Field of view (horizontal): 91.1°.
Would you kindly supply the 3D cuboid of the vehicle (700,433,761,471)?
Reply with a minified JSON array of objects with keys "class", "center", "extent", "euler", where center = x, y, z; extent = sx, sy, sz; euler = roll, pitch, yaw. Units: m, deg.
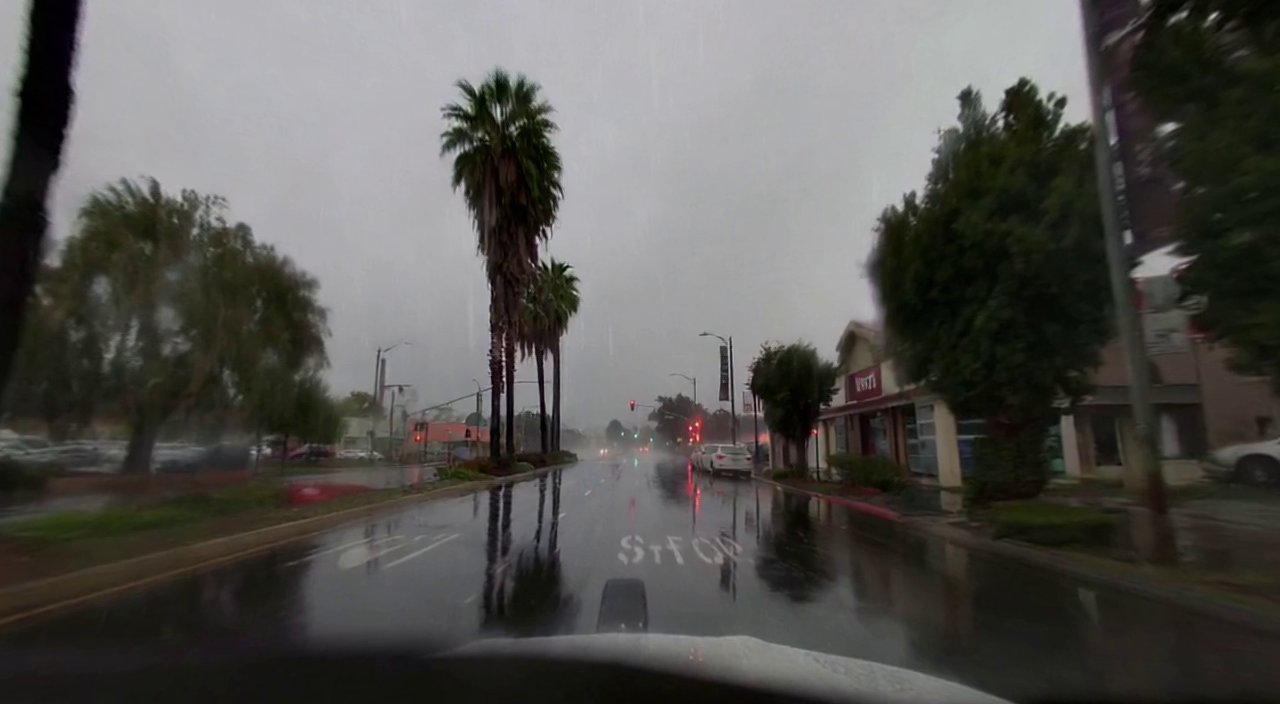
[{"class":"vehicle","center":[4.264,4.807,30.292],"extent":[2.089,1.652,4.668],"euler":[2,-9,-2]}]

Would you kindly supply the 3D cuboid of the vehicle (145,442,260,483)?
[{"class":"vehicle","center":[-20.331,5.196,29.466],"extent":[2.097,1.772,4.576],"euler":[0,-10,-1]}]
